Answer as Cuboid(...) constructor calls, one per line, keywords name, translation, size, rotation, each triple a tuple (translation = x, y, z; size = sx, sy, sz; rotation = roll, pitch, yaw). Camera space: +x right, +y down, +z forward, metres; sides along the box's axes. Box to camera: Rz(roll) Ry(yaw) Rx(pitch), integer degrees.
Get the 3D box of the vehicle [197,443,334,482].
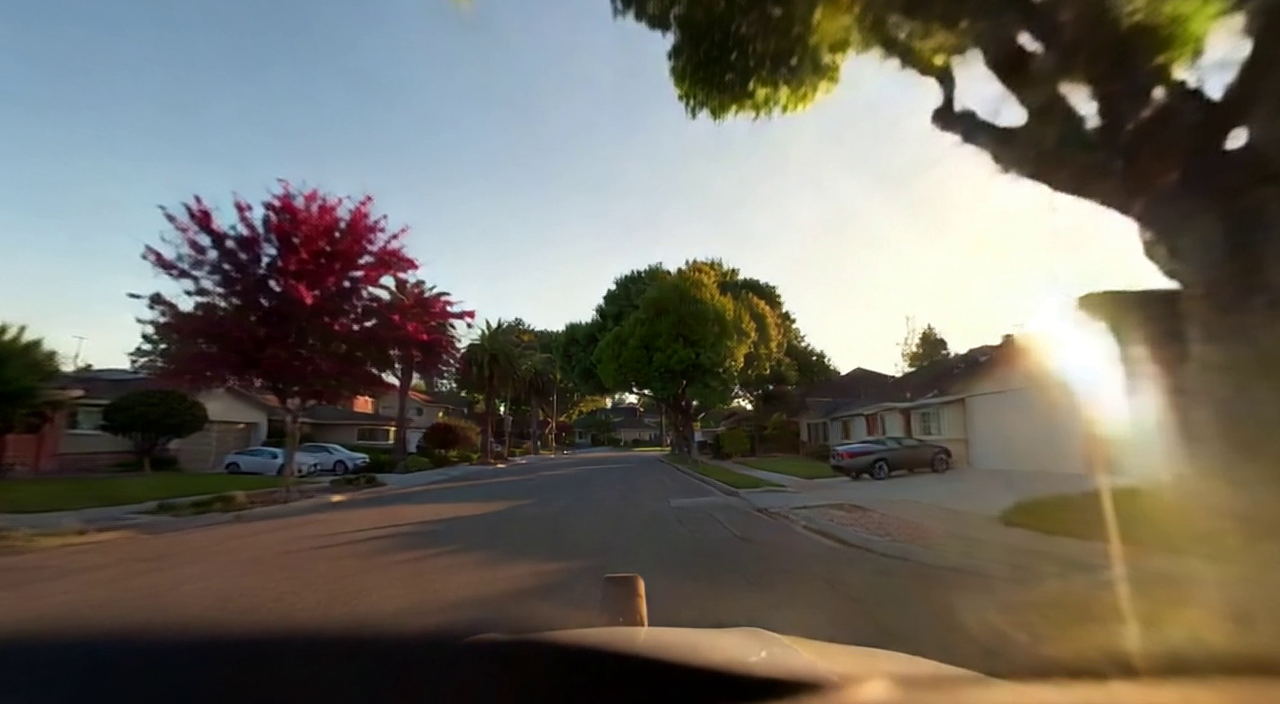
Cuboid(name="vehicle", translation=(-15.491, 4.585, 26.346), size=(4.358, 1.516, 2.077), rotation=(0, -8, -3))
